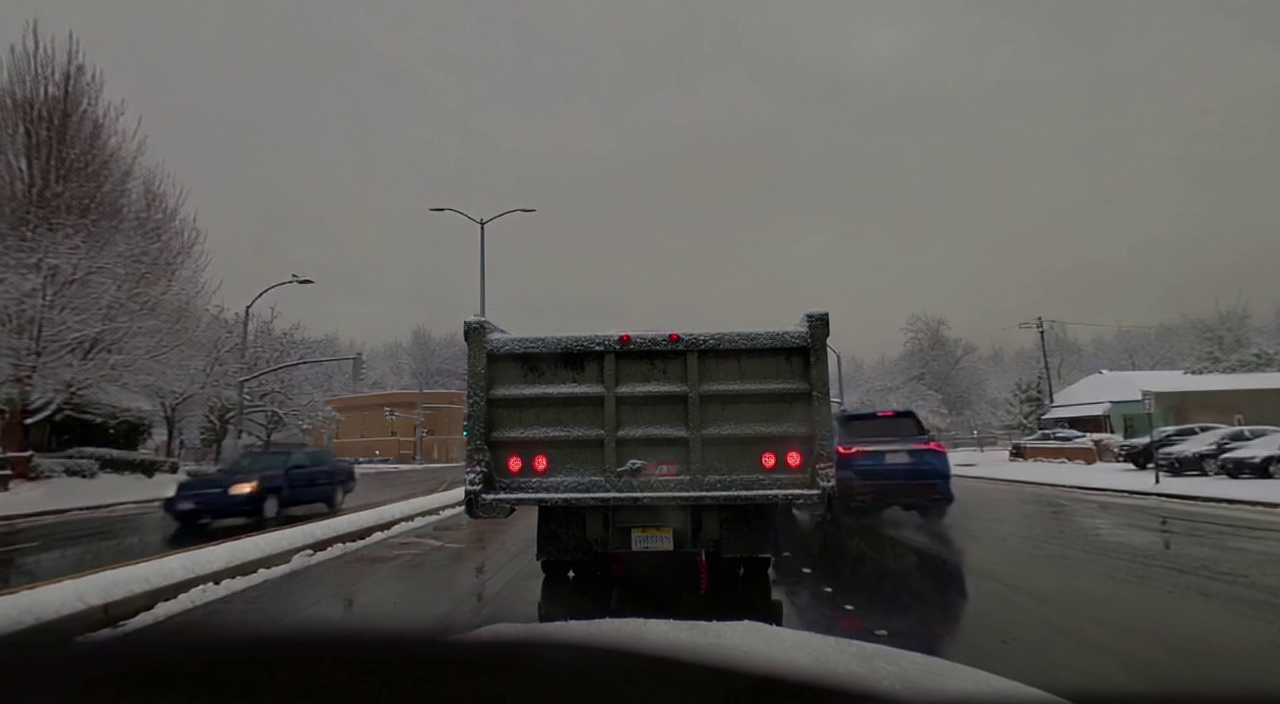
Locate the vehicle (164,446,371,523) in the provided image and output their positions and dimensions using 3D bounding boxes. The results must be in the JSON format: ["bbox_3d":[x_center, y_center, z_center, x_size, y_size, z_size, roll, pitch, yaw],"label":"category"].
[{"bbox_3d":[-8.373,2.965,14.837,2.006,1.479,4.643,-1,-8,0],"label":"vehicle"}]

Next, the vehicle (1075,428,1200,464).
[{"bbox_3d":[23.118,4.388,29.439,4.171,1.614,1.894,-1,-8,1],"label":"vehicle"}]

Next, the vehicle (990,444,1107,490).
[{"bbox_3d":[14.283,4.005,22.338,1.702,1.475,3.670,-1,-8,1],"label":"vehicle"}]

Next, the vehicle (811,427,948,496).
[{"bbox_3d":[7.151,3.325,19.591,2.363,1.825,4.989,-1,-8,1],"label":"vehicle"}]

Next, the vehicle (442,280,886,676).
[{"bbox_3d":[0.267,1.247,7.403,2.650,2.391,7.008,-1,-8,2],"label":"vehicle"}]
